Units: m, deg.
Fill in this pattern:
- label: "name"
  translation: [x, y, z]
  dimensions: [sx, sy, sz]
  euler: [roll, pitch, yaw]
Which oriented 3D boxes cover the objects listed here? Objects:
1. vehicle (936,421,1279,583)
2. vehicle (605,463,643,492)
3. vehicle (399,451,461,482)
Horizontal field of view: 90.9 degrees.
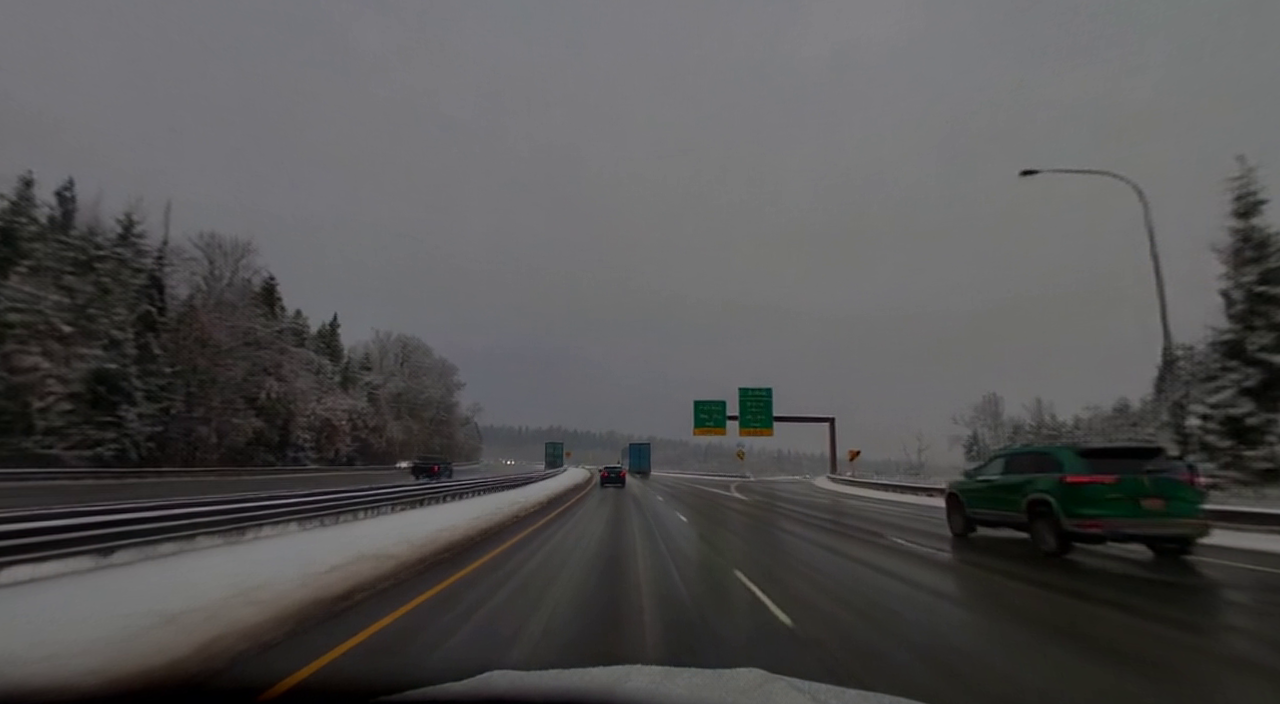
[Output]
- label: "vehicle"
  translation: [6.534, 2.105, 9.437]
  dimensions: [1.998, 1.776, 4.663]
  euler: [1, -10, 1]
- label: "vehicle"
  translation: [-0.926, 6.988, 35.160]
  dimensions: [1.987, 1.467, 3.903]
  euler: [1, -10, -2]
- label: "vehicle"
  translation: [-11.905, 6.550, 36.076]
  dimensions: [1.952, 1.618, 4.859]
  euler: [1, -10, -1]
